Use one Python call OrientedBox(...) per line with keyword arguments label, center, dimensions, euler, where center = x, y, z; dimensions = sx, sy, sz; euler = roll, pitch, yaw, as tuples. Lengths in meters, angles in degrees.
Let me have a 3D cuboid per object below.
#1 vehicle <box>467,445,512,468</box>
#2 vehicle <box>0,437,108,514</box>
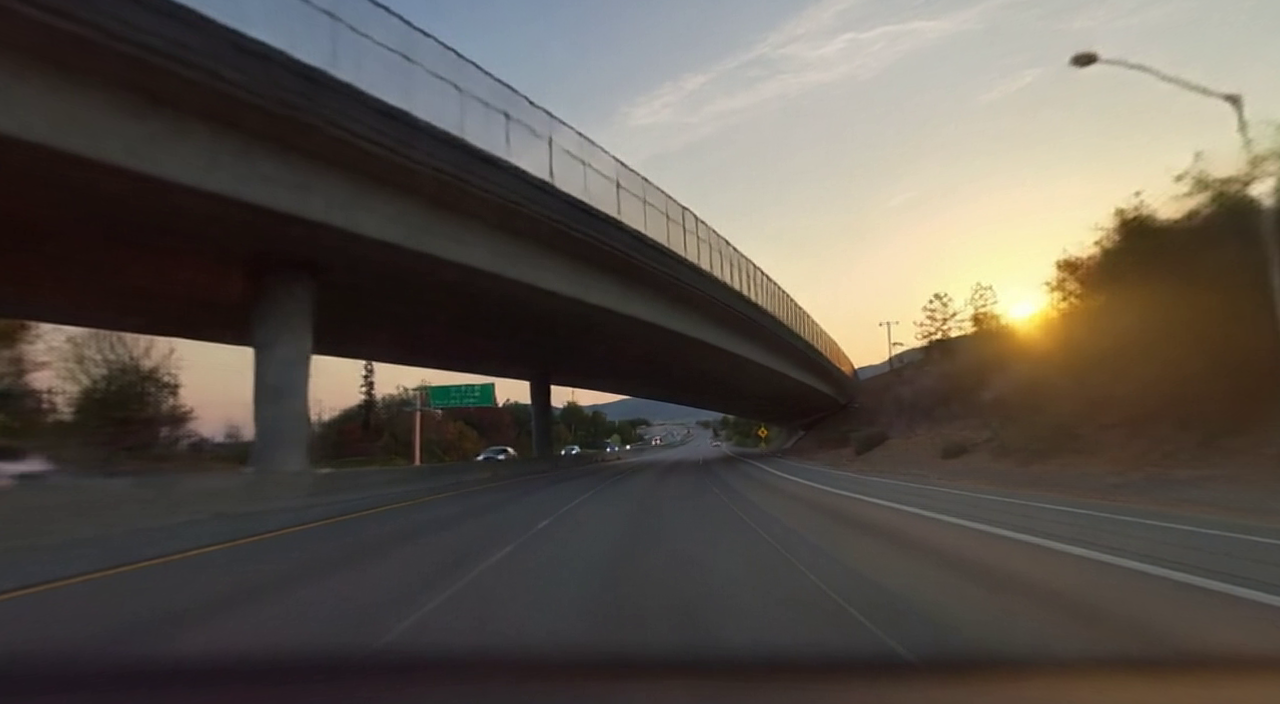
OrientedBox(label="vehicle", center=(-11.356, 7.870, 47.754), dimensions=(1.960, 1.530, 4.344), euler=(-5, -9, 5))
OrientedBox(label="vehicle", center=(-15.952, 2.820, 14.303), dimensions=(2.310, 1.742, 5.997), euler=(-1, -9, 3))
